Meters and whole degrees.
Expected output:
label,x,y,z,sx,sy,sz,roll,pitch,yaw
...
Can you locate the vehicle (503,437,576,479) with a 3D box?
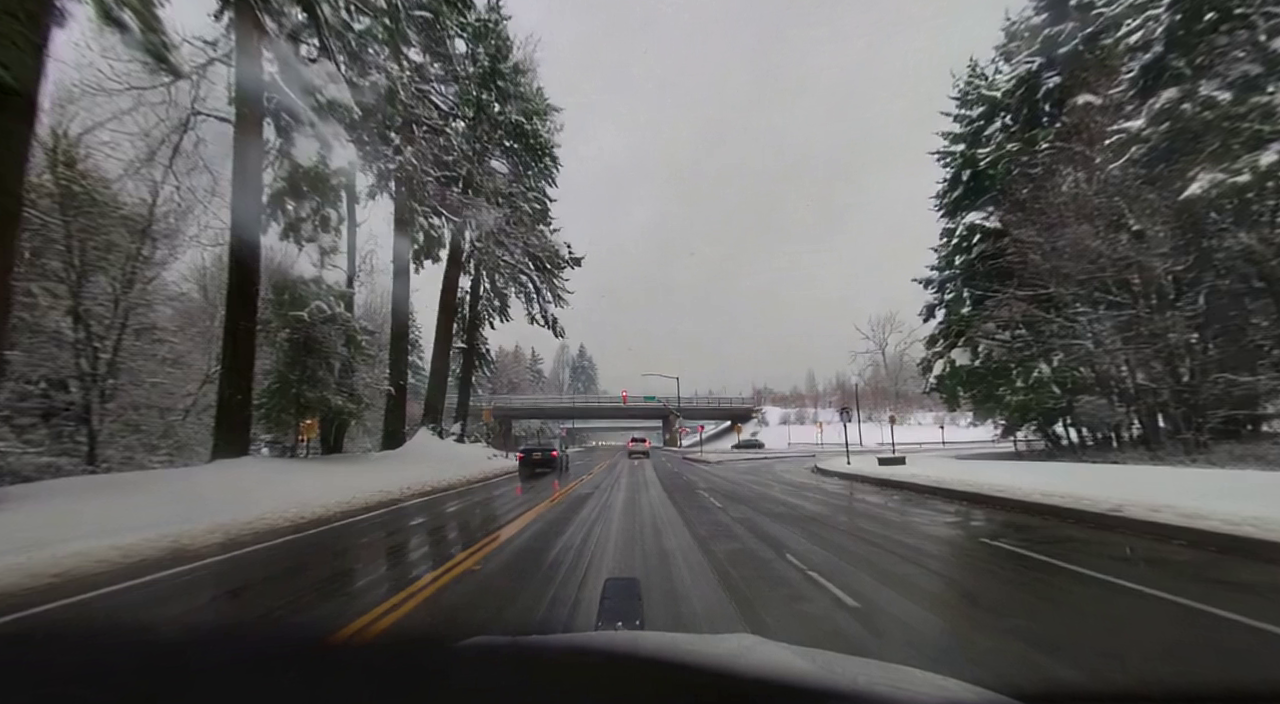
label,x,y,z,sx,sy,sz,roll,pitch,yaw
vehicle,-3.770,4.058,24.437,2.082,1.472,4.310,0,-8,1
